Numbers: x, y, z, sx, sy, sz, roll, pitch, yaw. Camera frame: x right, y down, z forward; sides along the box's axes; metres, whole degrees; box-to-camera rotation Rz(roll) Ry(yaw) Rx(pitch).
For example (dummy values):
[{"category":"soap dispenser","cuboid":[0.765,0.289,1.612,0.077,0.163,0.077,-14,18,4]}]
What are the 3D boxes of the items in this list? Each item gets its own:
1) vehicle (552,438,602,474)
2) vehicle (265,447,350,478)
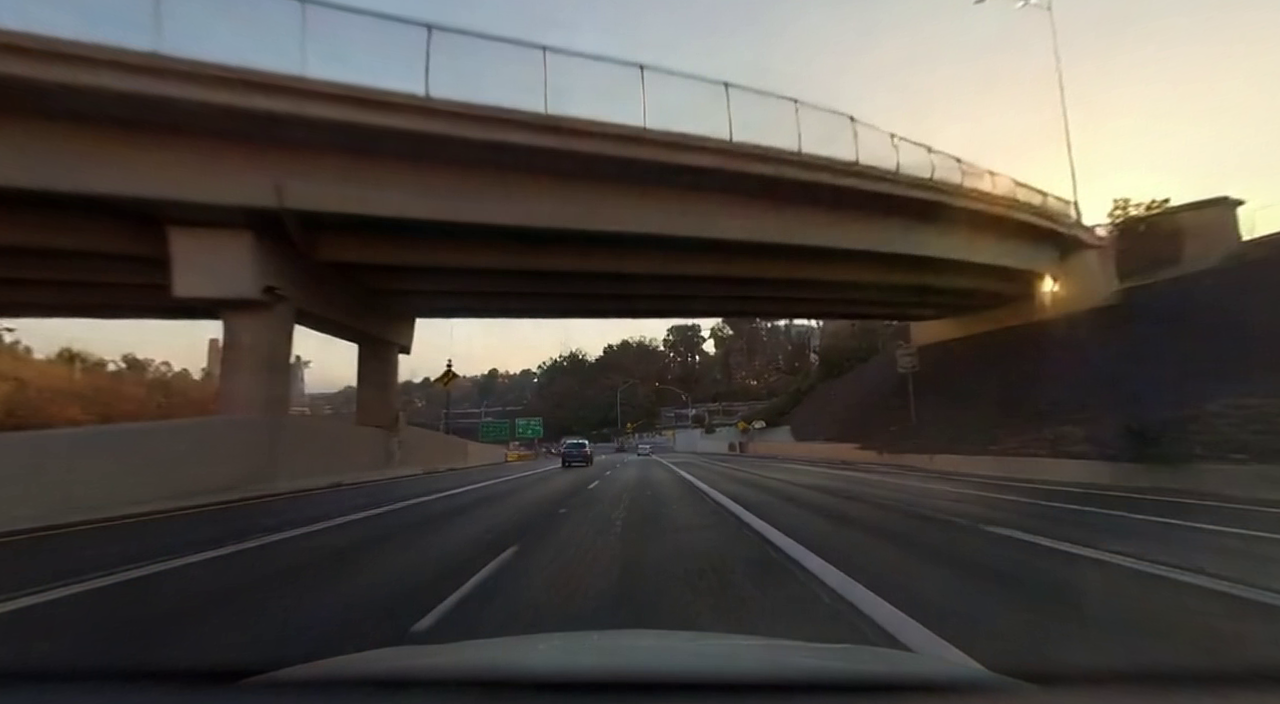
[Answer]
[{"category":"vehicle","cuboid":[-3.239,5.433,33.183,2.072,1.706,4.359,0,-8,2]},{"category":"vehicle","cuboid":[-17.545,5.830,33.605,1.834,1.485,4.868,0,-8,1]}]
